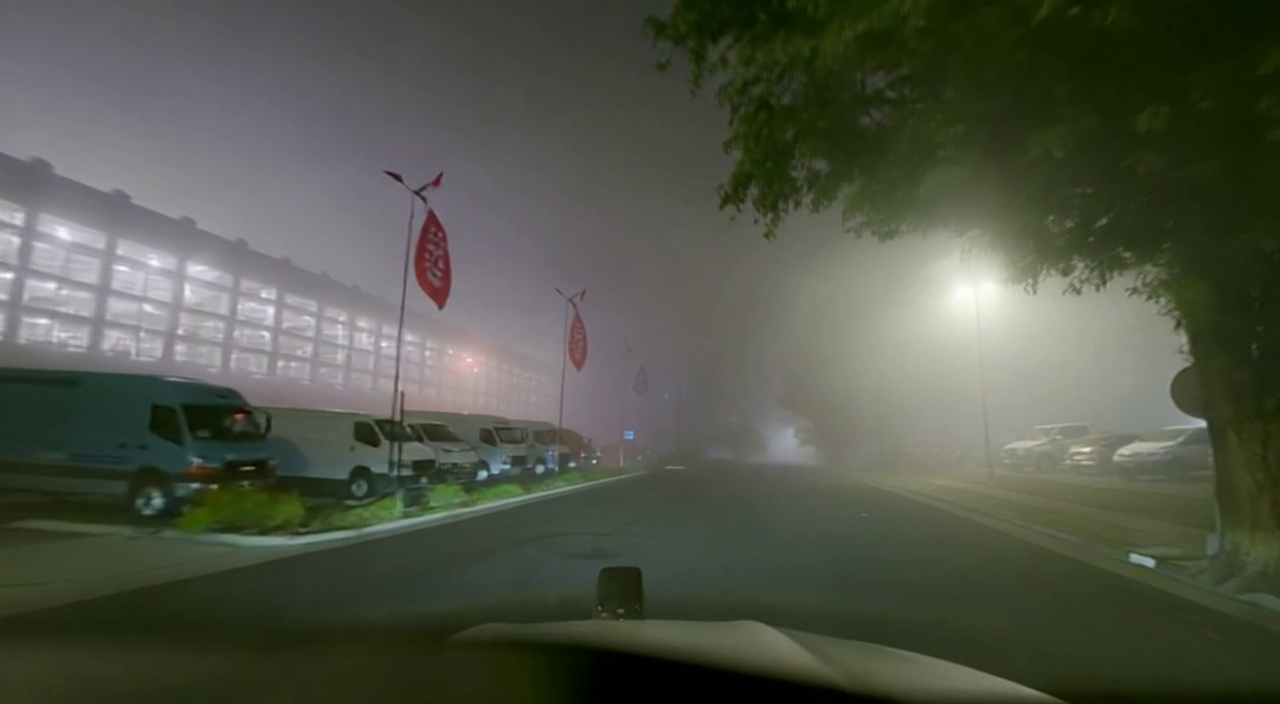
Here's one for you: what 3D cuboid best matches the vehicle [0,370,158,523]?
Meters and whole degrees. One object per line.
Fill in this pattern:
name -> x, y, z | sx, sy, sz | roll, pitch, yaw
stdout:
vehicle -> -11.917, 1.519, 10.575 | 6.632, 2.126, 2.228 | -2, -7, 13

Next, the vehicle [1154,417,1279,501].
vehicle -> 14.737, 2.407, 14.483 | 4.766, 1.676, 2.167 | 3, -9, -17

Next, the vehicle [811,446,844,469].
vehicle -> 14.381, 8.112, 48.658 | 2.026, 1.659, 4.314 | -2, -8, 11
